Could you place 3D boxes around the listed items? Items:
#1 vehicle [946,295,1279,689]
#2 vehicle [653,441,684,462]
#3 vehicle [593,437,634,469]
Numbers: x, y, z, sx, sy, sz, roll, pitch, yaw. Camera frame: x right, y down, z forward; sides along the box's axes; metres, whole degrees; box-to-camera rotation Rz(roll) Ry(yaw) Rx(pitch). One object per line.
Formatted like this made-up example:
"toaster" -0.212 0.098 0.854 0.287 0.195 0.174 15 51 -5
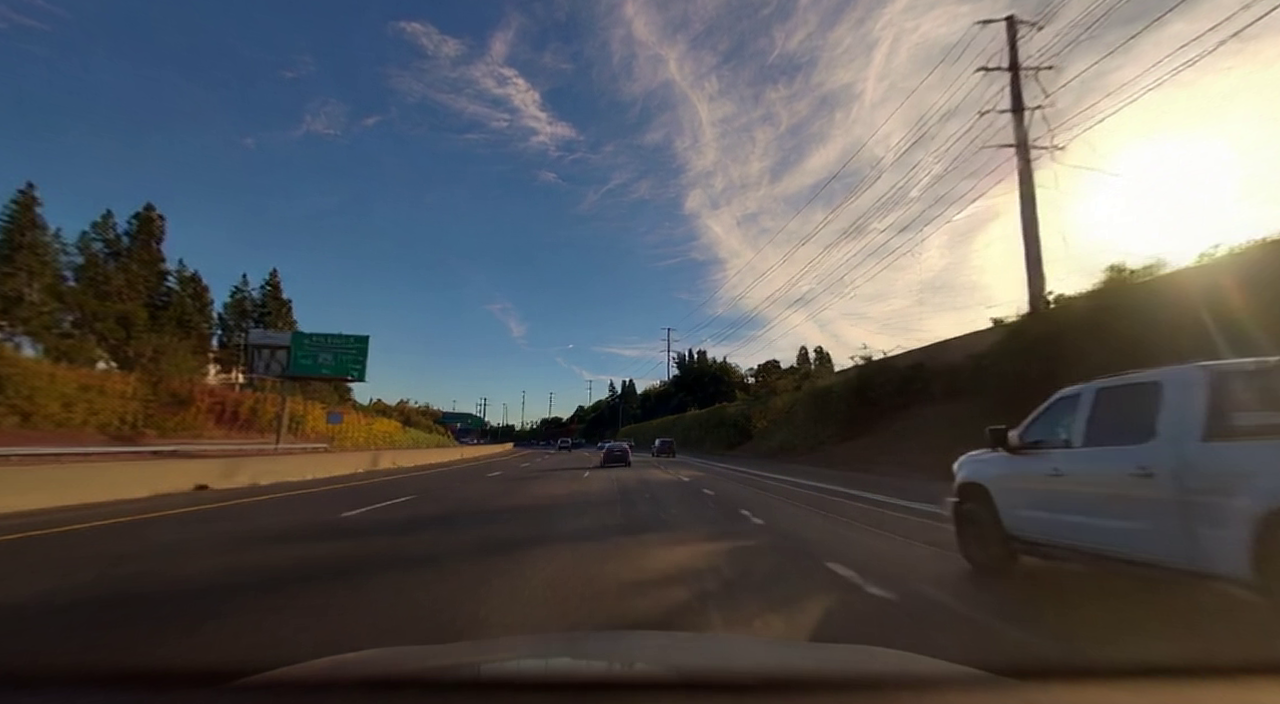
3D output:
"vehicle" 4.586 0.790 3.724 2.504 2.033 5.979 0 -8 -1
"vehicle" 2.058 7.409 47.245 1.789 1.503 3.897 1 -8 -5
"vehicle" -1.519 5.714 35.915 2.188 1.714 3.921 0 -8 -3
